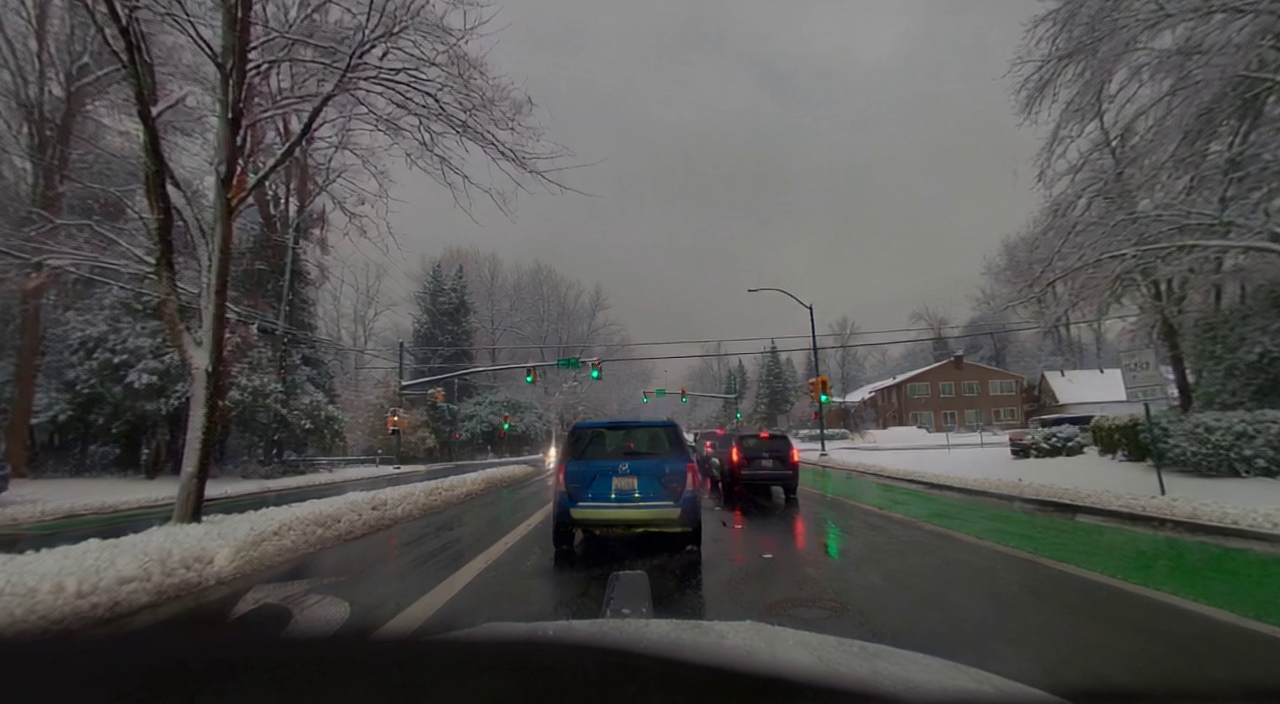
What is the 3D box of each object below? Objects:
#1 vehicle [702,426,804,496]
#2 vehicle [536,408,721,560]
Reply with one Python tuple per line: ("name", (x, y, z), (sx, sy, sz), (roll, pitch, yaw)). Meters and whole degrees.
("vehicle", (3.169, 3.197, 18.780), (2.189, 1.815, 4.495), (0, -8, 0))
("vehicle", (-0.117, 1.805, 9.270), (2.109, 1.730, 3.963), (0, -8, 0))
